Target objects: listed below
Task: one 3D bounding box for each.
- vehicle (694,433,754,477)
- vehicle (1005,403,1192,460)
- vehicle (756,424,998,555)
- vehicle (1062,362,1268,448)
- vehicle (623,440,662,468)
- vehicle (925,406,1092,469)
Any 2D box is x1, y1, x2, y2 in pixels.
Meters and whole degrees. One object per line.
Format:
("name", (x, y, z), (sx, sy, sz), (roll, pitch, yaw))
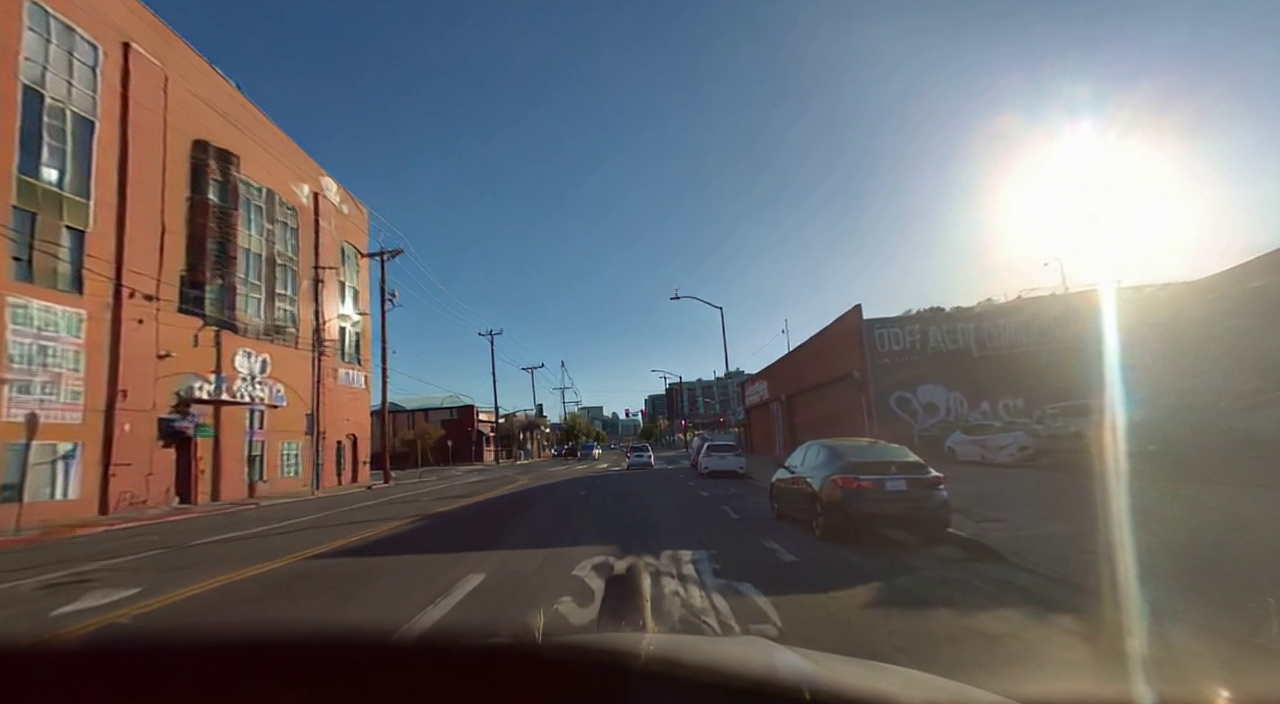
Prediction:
("vehicle", (3.496, 4.396, 26.921), (1.938, 1.714, 4.402), (0, -9, -1))
("vehicle", (13.246, 2.406, 18.617), (1.819, 1.450, 4.707), (0, -9, -3))
("vehicle", (3.212, 1.962, 9.626), (2.062, 1.535, 4.206), (0, -9, 0))
("vehicle", (15.530, 1.749, 19.056), (1.969, 2.282, 4.731), (0, -9, -1))
("vehicle", (0.140, 5.883, 36.373), (2.153, 1.505, 4.452), (0, -9, 0))
("vehicle", (10.863, 2.607, 19.053), (1.956, 1.514, 4.862), (-4, -8, -2))
